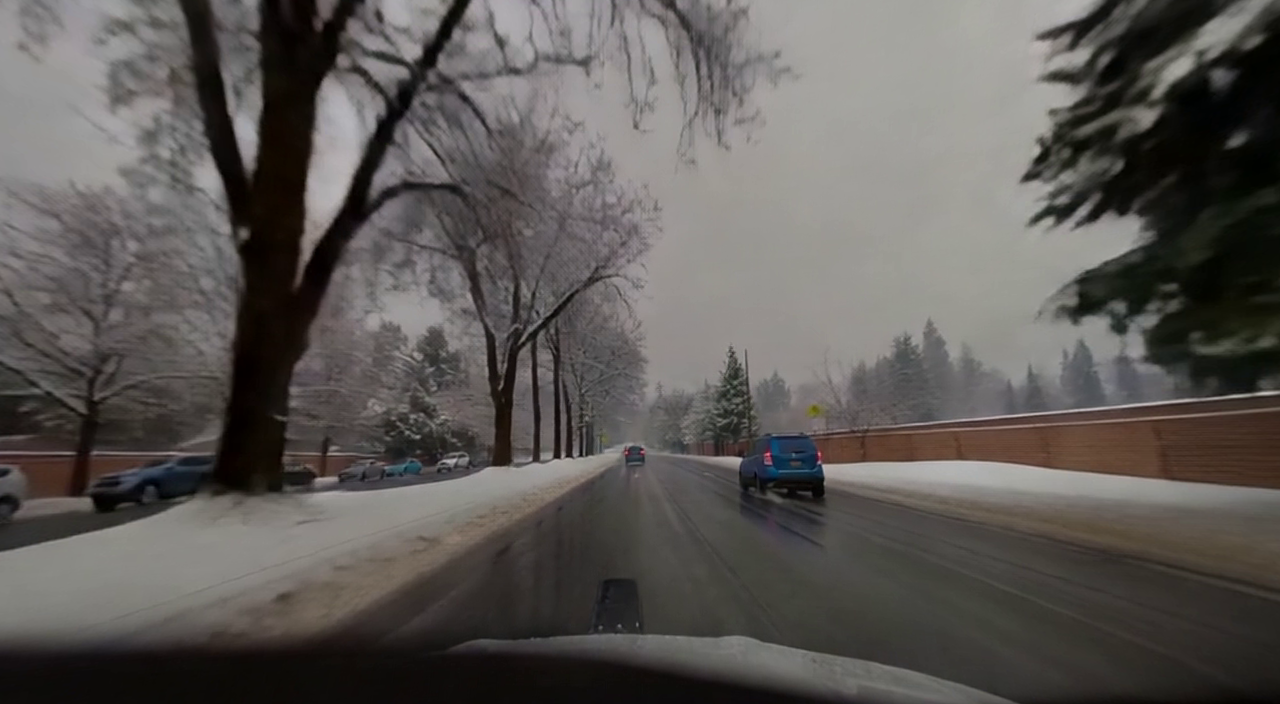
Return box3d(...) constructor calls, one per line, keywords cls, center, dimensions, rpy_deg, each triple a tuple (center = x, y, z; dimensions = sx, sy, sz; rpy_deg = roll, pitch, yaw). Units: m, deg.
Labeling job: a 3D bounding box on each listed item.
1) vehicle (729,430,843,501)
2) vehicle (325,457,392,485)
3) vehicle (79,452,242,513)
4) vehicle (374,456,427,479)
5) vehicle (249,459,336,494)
box3d(cls="vehicle", center=(4.049, 3.223, 18.376), dimensions=(2.155, 1.752, 4.456), rpy_deg=(0, -8, -1))
box3d(cls="vehicle", center=(-17.479, 7.379, 39.472), dimensions=(2.099, 1.558, 4.533), rpy_deg=(-1, -8, 0))
box3d(cls="vehicle", center=(-17.499, 4.724, 23.499), dimensions=(2.352, 1.857, 4.893), rpy_deg=(-4, -9, -2))
box3d(cls="vehicle", center=(-17.669, 8.527, 46.889), dimensions=(2.071, 1.489, 4.724), rpy_deg=(-1, -8, 0))
box3d(cls="vehicle", center=(-17.135, 6.120, 31.394), dimensions=(1.933, 1.494, 4.259), rpy_deg=(-1, -8, -1))
